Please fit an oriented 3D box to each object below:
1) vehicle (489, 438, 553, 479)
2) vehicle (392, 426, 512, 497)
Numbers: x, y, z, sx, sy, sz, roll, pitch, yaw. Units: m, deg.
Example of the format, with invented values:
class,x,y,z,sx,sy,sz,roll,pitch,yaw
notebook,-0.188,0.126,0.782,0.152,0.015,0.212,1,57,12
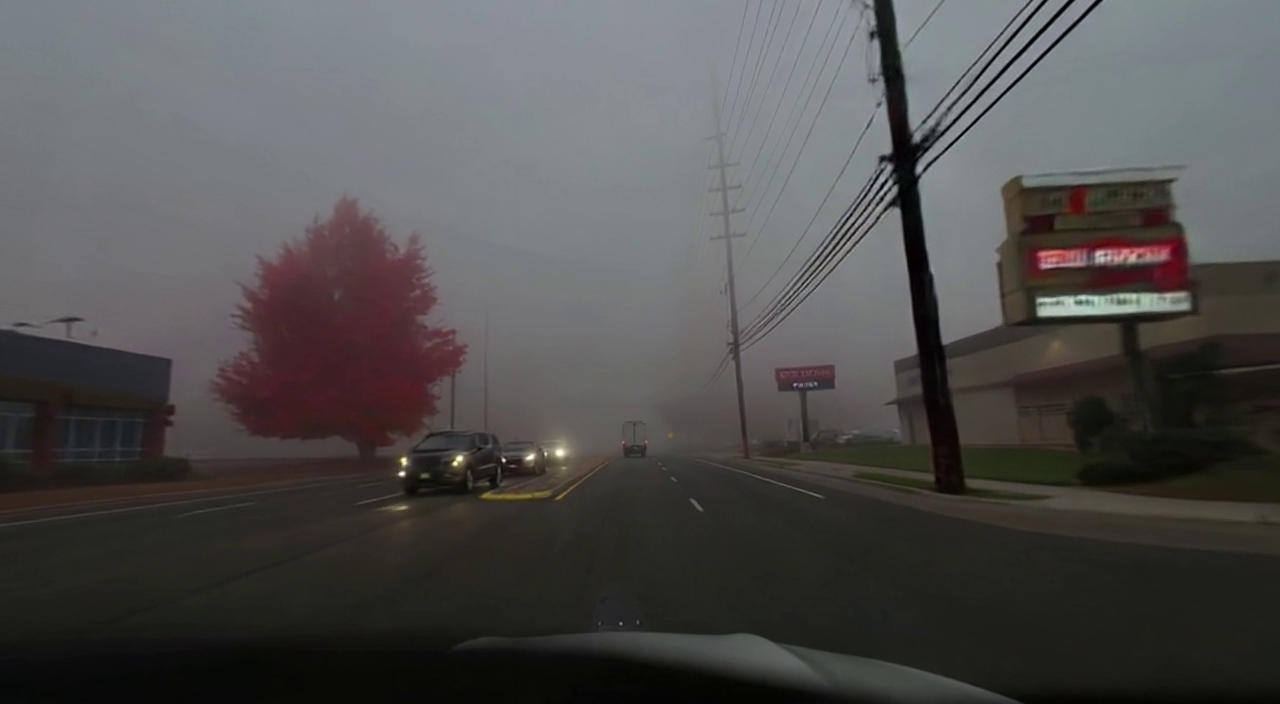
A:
class,x,y,z,sx,sy,sz,roll,pitch,yaw
vehicle,-5.135,4.614,27.773,1.909,1.524,4.614,-2,-8,0
vehicle,-5.623,3.332,19.677,2.278,1.828,4.970,-2,-8,-1
